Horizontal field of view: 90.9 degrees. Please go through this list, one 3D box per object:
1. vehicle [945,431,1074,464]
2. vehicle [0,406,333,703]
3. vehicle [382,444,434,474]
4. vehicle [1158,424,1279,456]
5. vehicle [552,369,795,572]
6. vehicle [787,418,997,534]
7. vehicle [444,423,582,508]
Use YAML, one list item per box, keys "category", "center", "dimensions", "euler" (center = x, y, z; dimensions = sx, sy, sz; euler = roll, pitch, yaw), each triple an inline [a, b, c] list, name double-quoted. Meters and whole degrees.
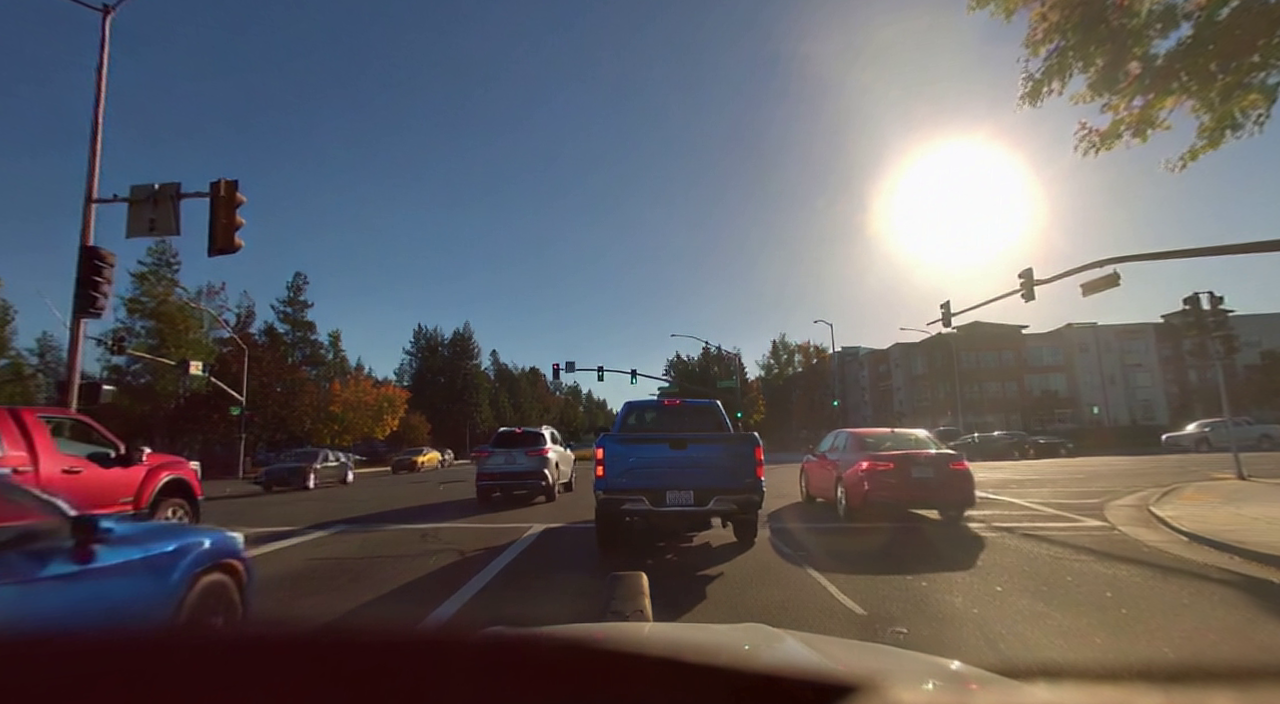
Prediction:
- category: "vehicle"
  center: [16.901, 4.376, 28.952]
  dimensions: [4.809, 1.458, 1.842]
  euler: [0, -8, -3]
- category: "vehicle"
  center: [-3.353, 0.951, 2.351]
  dimensions: [1.998, 1.481, 4.656]
  euler: [0, -8, 1]
- category: "vehicle"
  center: [-16.217, 7.470, 44.306]
  dimensions: [1.884, 1.931, 4.375]
  euler: [0, -8, 0]
- category: "vehicle"
  center: [27.779, 4.175, 29.897]
  dimensions: [4.681, 1.458, 1.908]
  euler: [0, -8, -1]
- category: "vehicle"
  center: [0.411, 1.565, 8.993]
  dimensions: [2.505, 2.084, 4.768]
  euler: [0, -8, 2]
- category: "vehicle"
  center: [4.125, 2.094, 11.244]
  dimensions: [1.984, 1.659, 4.226]
  euler: [0, -8, 0]
- category: "vehicle"
  center: [-2.871, 2.712, 15.522]
  dimensions: [2.125, 1.739, 4.707]
  euler: [-1, -8, 4]
